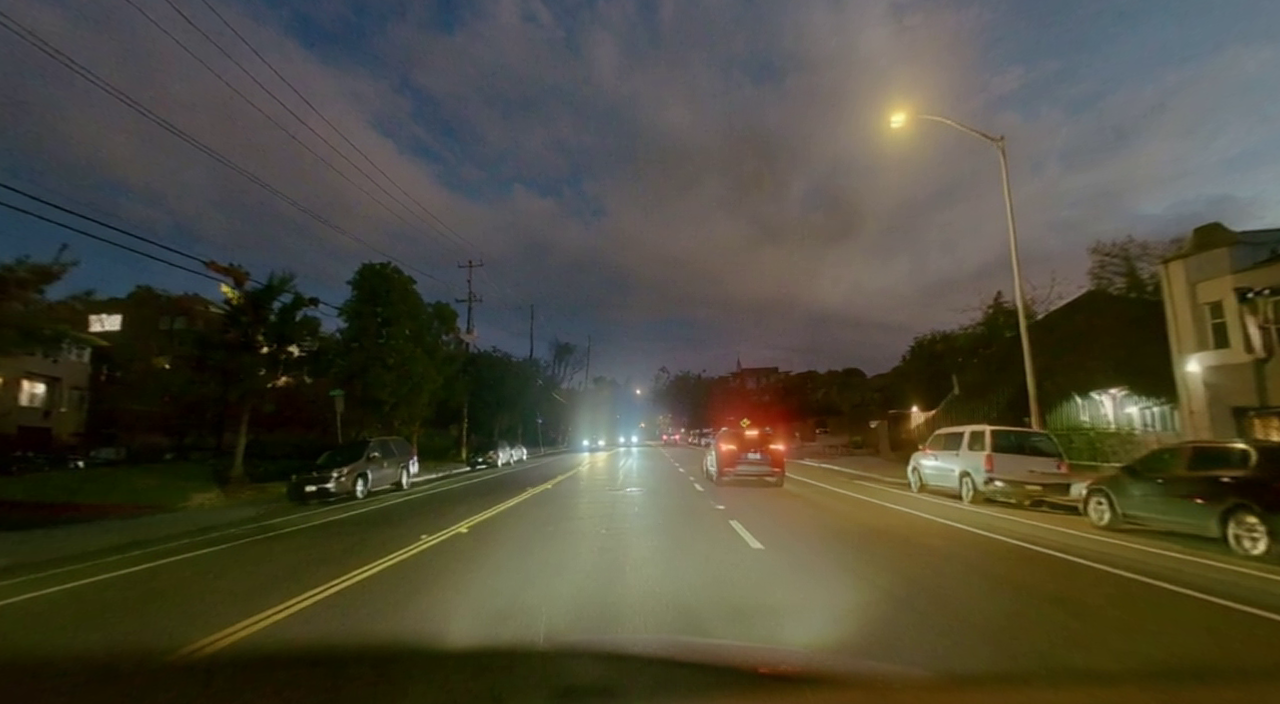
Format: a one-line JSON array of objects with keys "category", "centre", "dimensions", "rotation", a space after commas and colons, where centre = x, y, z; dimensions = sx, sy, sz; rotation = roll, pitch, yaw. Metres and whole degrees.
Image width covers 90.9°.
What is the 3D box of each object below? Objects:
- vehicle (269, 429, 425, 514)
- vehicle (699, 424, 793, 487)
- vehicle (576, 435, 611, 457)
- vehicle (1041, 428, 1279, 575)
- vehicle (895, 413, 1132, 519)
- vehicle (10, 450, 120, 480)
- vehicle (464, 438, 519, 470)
[{"category": "vehicle", "centre": [-8.940, 3.595, 19.939], "dimensions": [2.419, 2.087, 5.334], "rotation": [-3, -6, 0]}, {"category": "vehicle", "centre": [3.103, 3.151, 19.531], "dimensions": [2.004, 1.704, 4.573], "rotation": [0, -8, -1]}, {"category": "vehicle", "centre": [-3.485, 7.099, 47.725], "dimensions": [2.054, 1.506, 4.325], "rotation": [-1, -8, 4]}, {"category": "vehicle", "centre": [7.550, 1.799, 8.070], "dimensions": [1.862, 1.492, 4.571], "rotation": [2, -8, 0]}, {"category": "vehicle", "centre": [7.939, 2.473, 14.311], "dimensions": [2.133, 1.911, 5.455], "rotation": [-1, -8, 2]}, {"category": "vehicle", "centre": [-32.005, 6.283, 35.321], "dimensions": [1.746, 1.479, 4.603], "rotation": [-1, -8, 2]}, {"category": "vehicle", "centre": [-8.906, 6.149, 38.213], "dimensions": [2.228, 1.825, 4.522], "rotation": [0, -8, -1]}]
